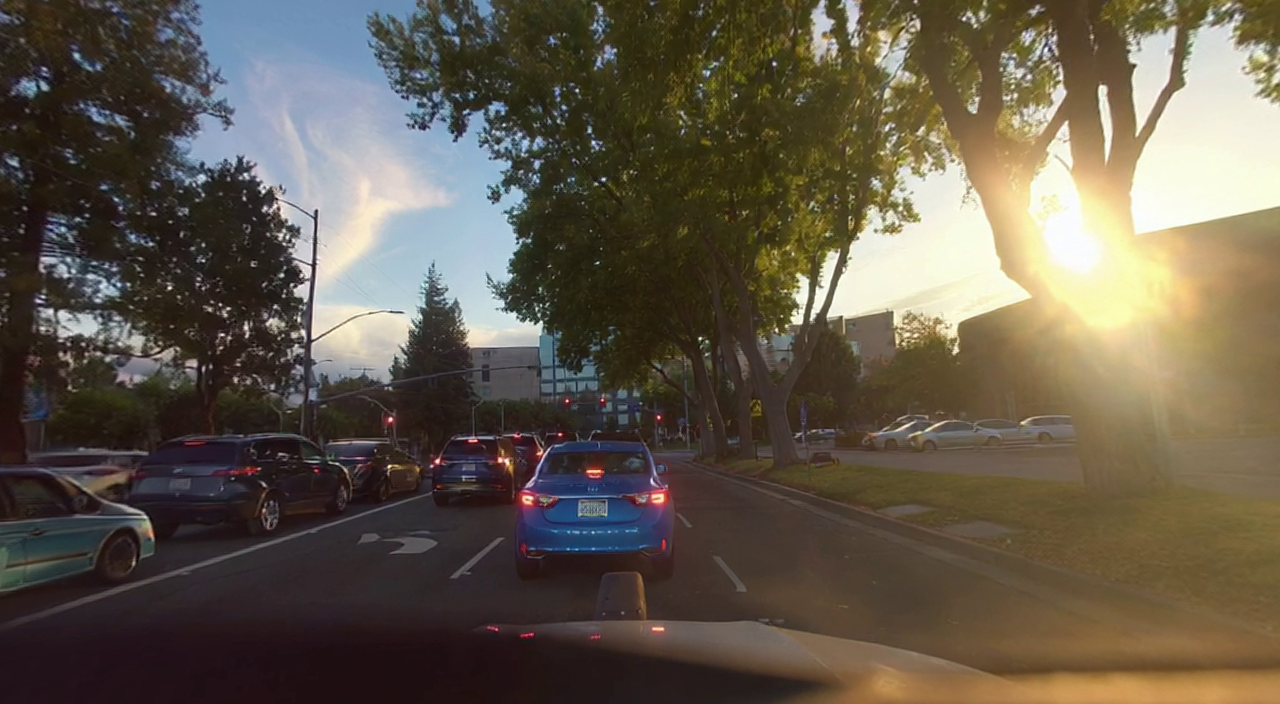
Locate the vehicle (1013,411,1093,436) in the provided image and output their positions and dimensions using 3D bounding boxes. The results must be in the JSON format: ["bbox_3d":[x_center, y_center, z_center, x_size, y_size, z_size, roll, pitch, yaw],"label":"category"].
[{"bbox_3d":[30.257,5.264,46.436,4.627,1.671,1.929,-5,-10,28],"label":"vehicle"}]

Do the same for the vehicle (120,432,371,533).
[{"bbox_3d":[-7.273,2.430,12.353,2.096,1.593,4.288,0,-9,1],"label":"vehicle"}]

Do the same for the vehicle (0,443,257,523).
[{"bbox_3d":[-10.871,2.770,13.959,2.039,1.447,4.496,0,-9,-1],"label":"vehicle"}]

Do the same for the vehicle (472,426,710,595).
[{"bbox_3d":[-0.420,1.711,7.630,2.104,1.472,3.946,0,-9,0],"label":"vehicle"}]

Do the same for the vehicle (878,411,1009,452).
[{"bbox_3d":[13.932,3.705,29.227,4.975,1.809,1.956,0,-9,1],"label":"vehicle"}]
